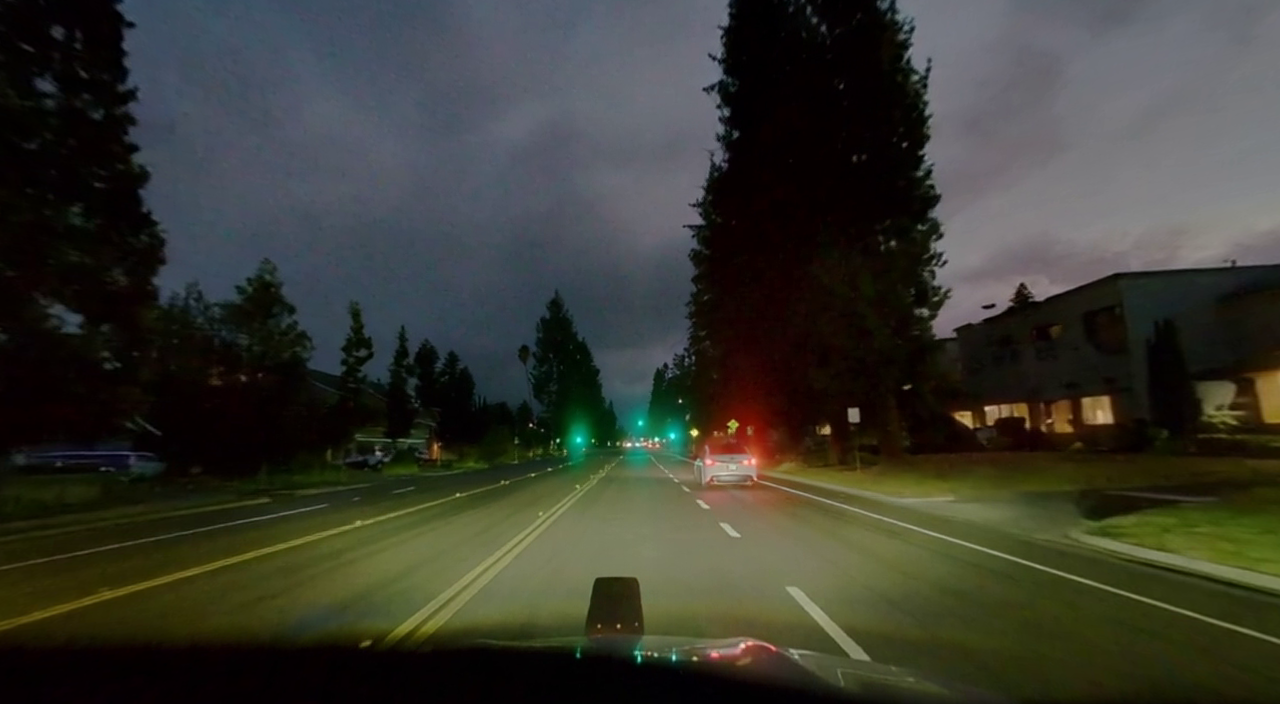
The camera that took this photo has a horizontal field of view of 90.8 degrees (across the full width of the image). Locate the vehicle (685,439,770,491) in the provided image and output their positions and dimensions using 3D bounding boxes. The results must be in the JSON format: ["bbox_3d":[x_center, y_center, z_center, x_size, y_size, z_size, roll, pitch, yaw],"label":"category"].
[{"bbox_3d":[2.720,3.624,20.655,2.057,1.493,4.225,0,-9,-2],"label":"vehicle"}]

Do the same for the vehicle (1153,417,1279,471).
[{"bbox_3d":[18.599,2.791,19.092,4.343,1.519,2.051,0,-9,-1],"label":"vehicle"}]

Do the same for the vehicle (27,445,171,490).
[{"bbox_3d":[-25.217,5.365,29.590,4.671,1.776,2.250,-3,-9,0],"label":"vehicle"}]

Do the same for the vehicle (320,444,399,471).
[{"bbox_3d":[-20.513,7.714,46.367,4.741,1.916,2.169,0,-9,1],"label":"vehicle"}]
